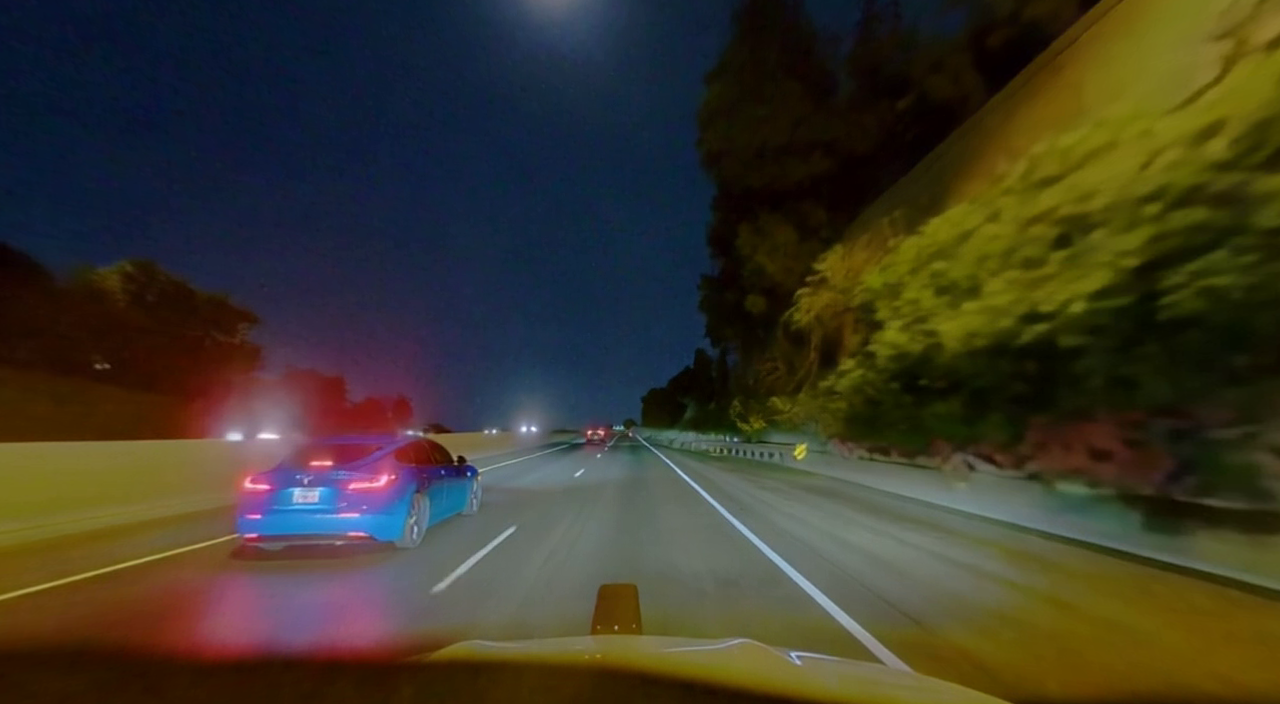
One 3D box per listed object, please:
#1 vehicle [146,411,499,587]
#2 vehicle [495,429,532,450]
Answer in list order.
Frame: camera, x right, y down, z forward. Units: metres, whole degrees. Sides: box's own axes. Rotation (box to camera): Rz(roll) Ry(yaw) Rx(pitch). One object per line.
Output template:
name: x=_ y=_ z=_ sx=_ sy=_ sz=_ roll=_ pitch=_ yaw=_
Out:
vehicle: x=-3.345 y=1.614 z=7.951 sx=2.108 sy=1.555 sz=4.574 roll=0 pitch=-8 yaw=-1
vehicle: x=-9.381 y=6.527 z=47.049 sx=2.016 sy=1.432 sz=3.691 roll=0 pitch=-8 yaw=0
